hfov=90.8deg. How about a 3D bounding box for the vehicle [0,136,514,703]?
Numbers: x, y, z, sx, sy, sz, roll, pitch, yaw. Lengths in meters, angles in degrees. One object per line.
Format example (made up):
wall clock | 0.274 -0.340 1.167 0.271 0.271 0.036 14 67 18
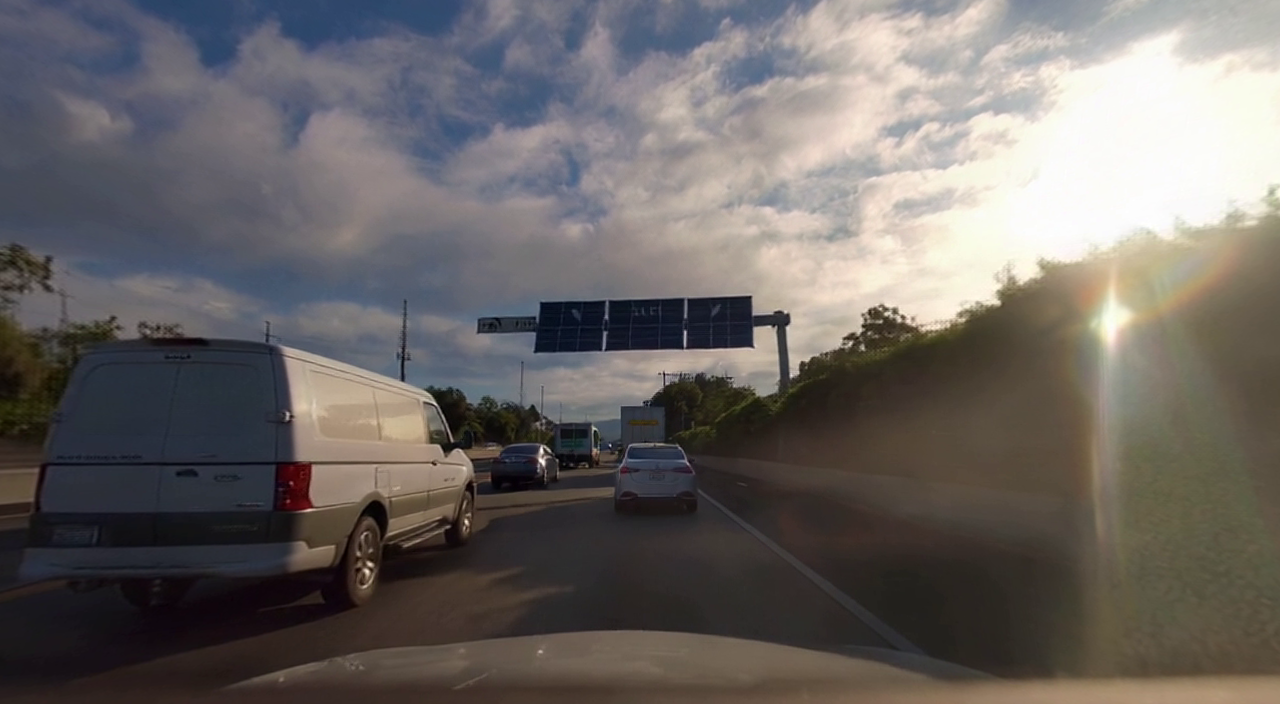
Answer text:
vehicle | -3.043 0.903 5.960 2.289 2.757 6.726 0 -9 0

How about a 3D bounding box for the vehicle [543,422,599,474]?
vehicle | -3.680 5.331 34.960 2.290 2.613 5.975 0 -9 2

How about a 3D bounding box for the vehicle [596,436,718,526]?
vehicle | 0.265 2.462 12.503 2.063 1.507 3.488 0 -9 -1

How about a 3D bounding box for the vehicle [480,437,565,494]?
vehicle | -3.652 3.616 20.369 1.963 1.627 3.849 0 -9 1
